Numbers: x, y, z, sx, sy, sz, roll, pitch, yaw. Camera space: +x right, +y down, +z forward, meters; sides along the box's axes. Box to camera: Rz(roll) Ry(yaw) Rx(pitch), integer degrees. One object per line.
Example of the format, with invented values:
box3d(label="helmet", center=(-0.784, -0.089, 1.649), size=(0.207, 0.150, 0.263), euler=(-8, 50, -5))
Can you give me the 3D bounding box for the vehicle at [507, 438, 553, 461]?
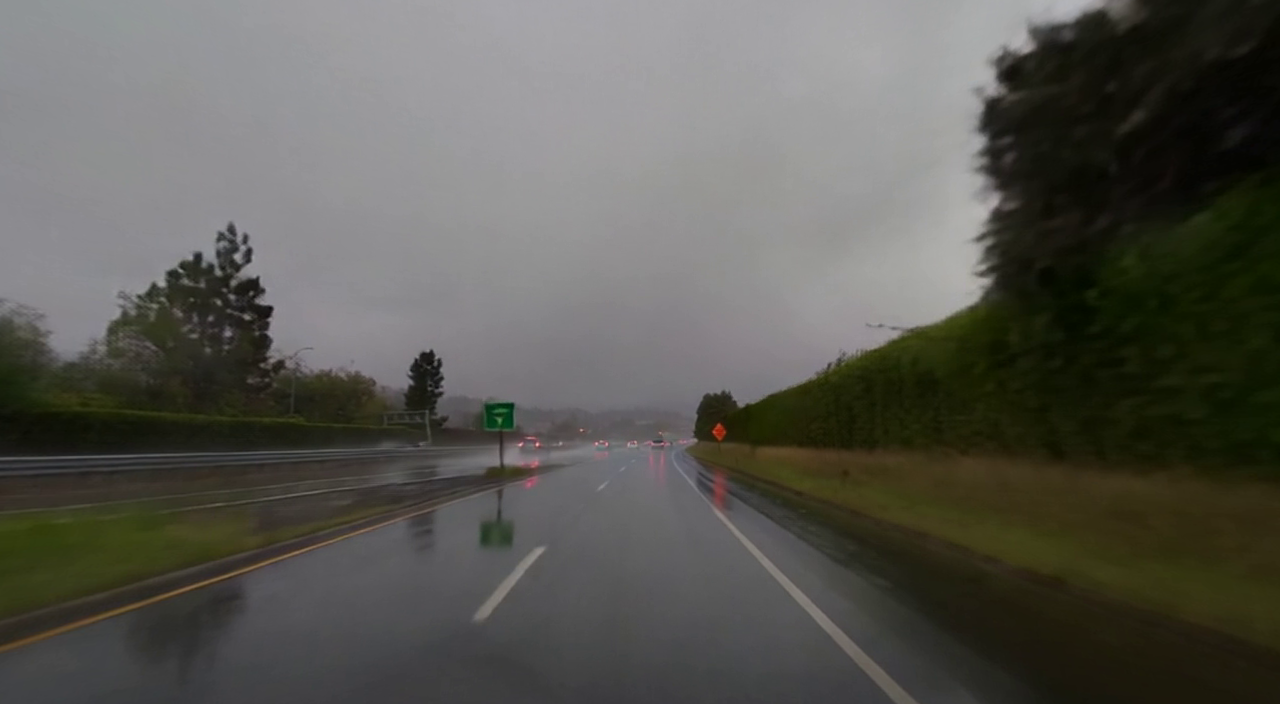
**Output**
box3d(label="vehicle", center=(-8.035, 7.130, 46.392), size=(2.141, 1.612, 3.998), euler=(-1, -8, 9))
